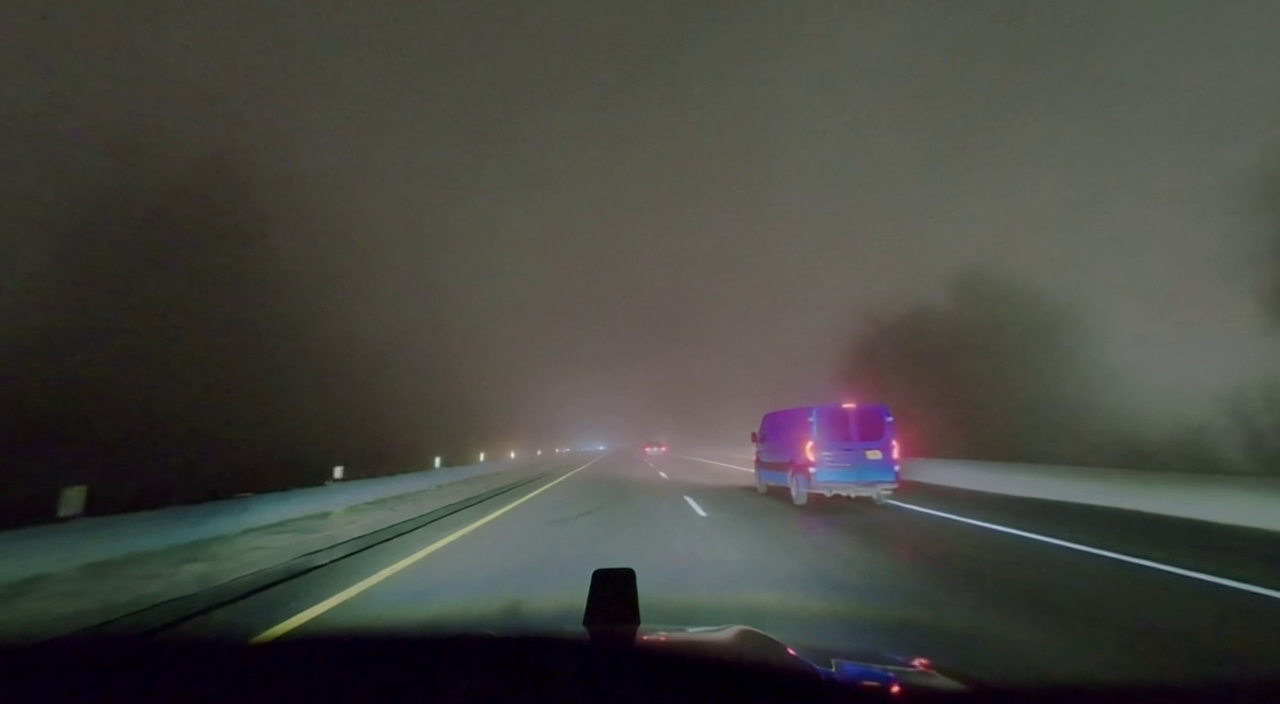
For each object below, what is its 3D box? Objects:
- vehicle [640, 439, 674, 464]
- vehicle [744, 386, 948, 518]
[{"bbox_3d":[1.005,6.284,39.948,2.005,1.466,3.739,0,-8,-1],"label":"vehicle"},{"bbox_3d":[3.643,1.898,12.319,2.269,2.048,4.679,0,-8,-1],"label":"vehicle"}]
